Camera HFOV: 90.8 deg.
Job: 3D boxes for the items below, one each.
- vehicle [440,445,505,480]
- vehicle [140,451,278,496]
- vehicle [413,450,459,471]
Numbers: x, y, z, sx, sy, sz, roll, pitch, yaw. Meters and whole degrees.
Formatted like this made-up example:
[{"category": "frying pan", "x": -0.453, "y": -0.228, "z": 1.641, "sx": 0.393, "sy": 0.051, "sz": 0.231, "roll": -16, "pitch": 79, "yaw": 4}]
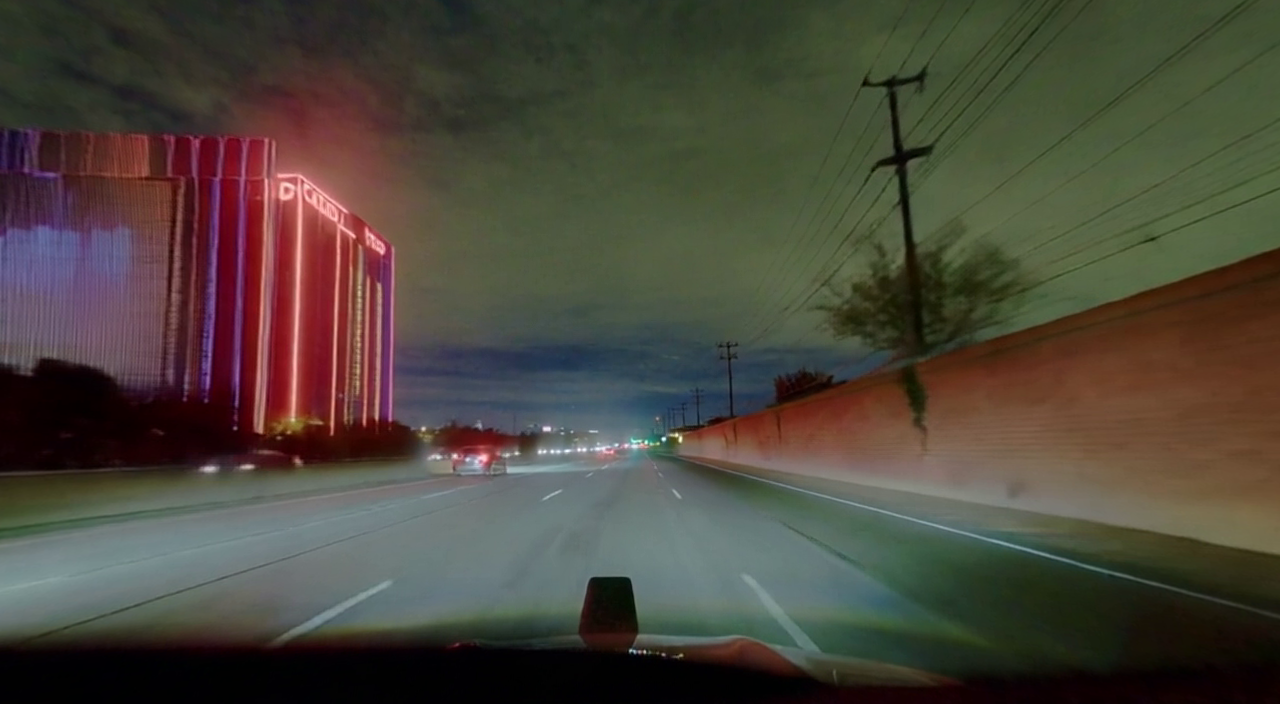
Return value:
[{"category": "vehicle", "x": -7.930, "y": 5.244, "z": 30.281, "sx": 2.013, "sy": 1.574, "sz": 3.923, "roll": 0, "pitch": -9, "yaw": 0}, {"category": "vehicle", "x": -15.743, "y": 4.431, "z": 23.455, "sx": 1.918, "sy": 1.449, "sz": 4.543, "roll": 0, "pitch": -9, "yaw": 0}, {"category": "vehicle", "x": -14.916, "y": 7.922, "z": 46.392, "sx": 1.820, "sy": 1.451, "sz": 4.431, "roll": 0, "pitch": -9, "yaw": 1}]
